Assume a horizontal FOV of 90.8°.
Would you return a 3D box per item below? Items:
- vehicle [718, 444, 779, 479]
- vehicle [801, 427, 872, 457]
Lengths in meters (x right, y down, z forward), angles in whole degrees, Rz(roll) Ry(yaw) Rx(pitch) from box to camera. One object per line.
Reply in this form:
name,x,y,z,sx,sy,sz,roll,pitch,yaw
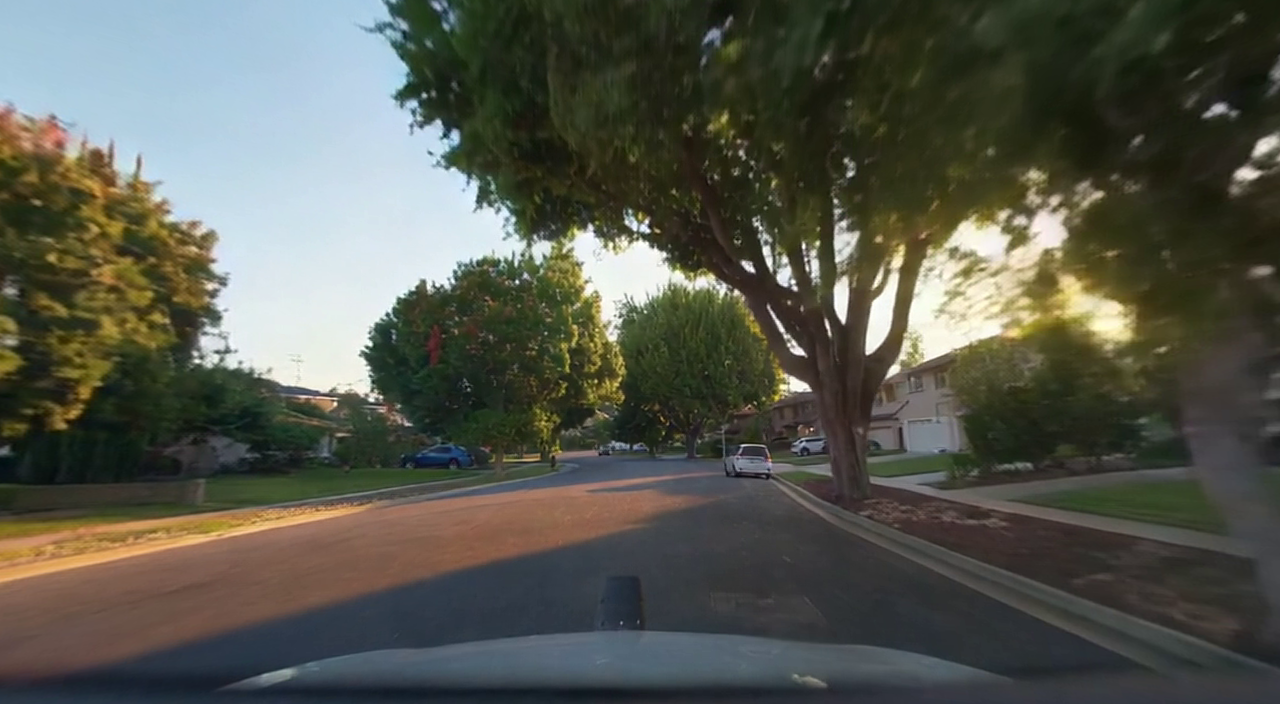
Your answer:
vehicle,5.081,5.212,30.320,2.088,1.522,4.449,0,-9,0
vehicle,14.298,6.580,46.089,4.421,1.703,1.927,-5,-8,-5
